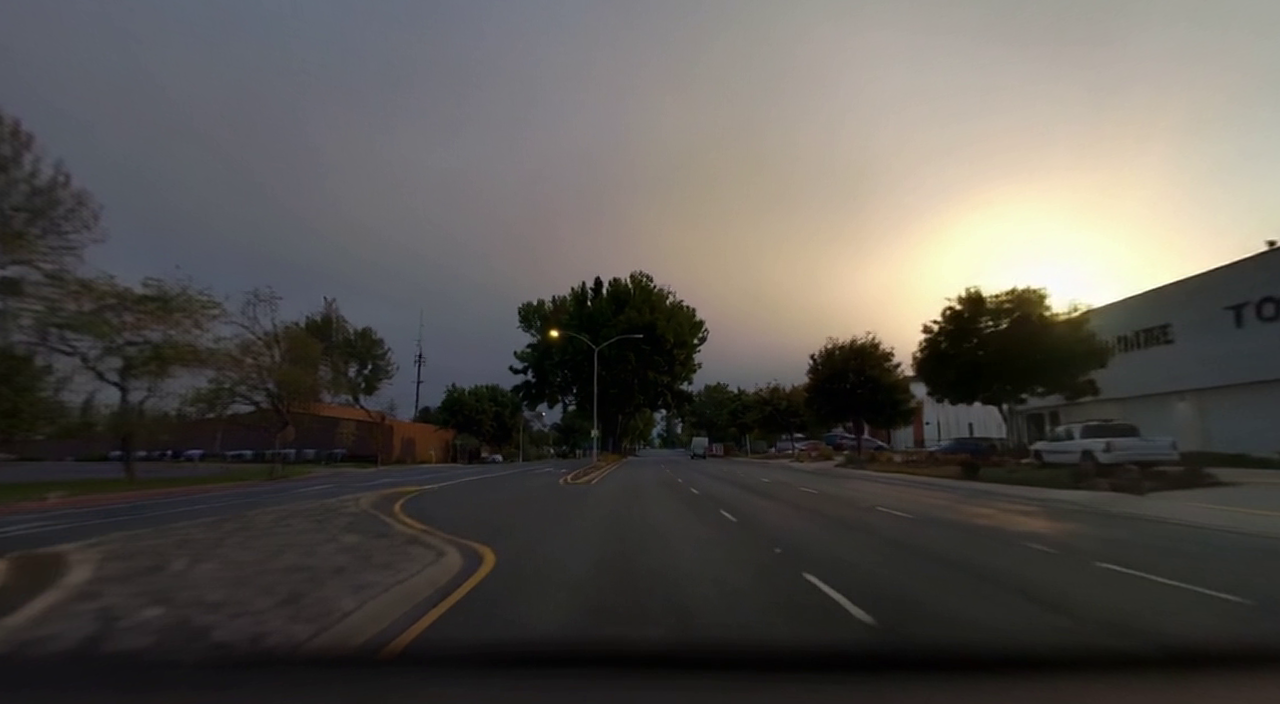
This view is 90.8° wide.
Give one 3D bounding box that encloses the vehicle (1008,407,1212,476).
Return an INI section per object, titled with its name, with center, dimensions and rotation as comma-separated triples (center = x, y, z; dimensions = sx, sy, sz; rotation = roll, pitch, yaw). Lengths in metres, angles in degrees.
[vehicle]
center = 14.874, 2.943, 20.595
dimensions = 2.195, 1.926, 5.466
rotation = 1, -9, -3
